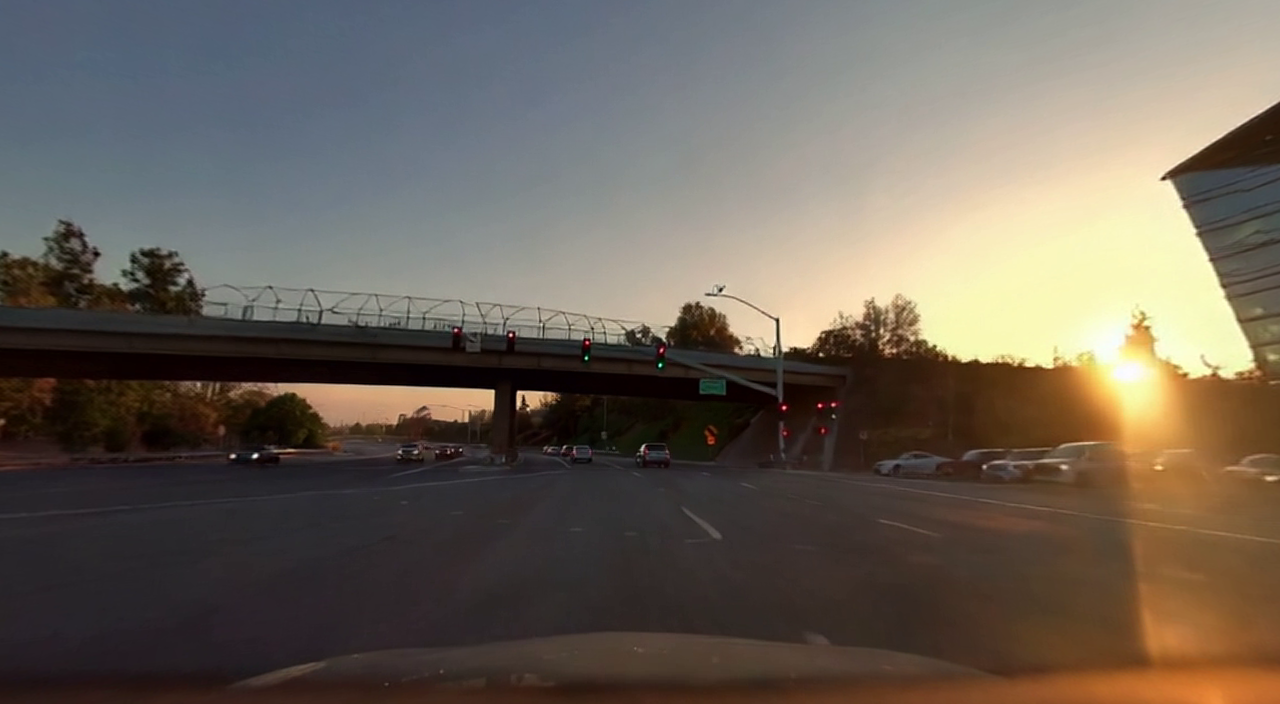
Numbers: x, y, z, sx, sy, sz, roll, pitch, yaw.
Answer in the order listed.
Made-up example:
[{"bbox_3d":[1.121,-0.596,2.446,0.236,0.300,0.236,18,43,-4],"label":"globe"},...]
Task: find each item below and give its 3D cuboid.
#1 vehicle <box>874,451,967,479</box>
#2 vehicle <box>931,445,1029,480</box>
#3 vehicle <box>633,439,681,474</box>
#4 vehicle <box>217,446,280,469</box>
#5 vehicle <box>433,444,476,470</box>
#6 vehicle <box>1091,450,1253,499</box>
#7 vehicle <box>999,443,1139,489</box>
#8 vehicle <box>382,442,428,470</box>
[{"bbox_3d":[15.392,6.202,34.721,4.490,1.430,1.996,4,-9,-20],"label":"vehicle"},{"bbox_3d":[16.681,5.409,31.019,4.154,1.603,1.834,4,-9,-20],"label":"vehicle"},{"bbox_3d":[0.845,5.557,33.750,2.024,1.724,3.928,2,-9,-7],"label":"vehicle"},{"bbox_3d":[-27.734,7.479,44.981,2.020,1.515,4.808,2,-9,-9],"label":"vehicle"},{"bbox_3d":[-12.188,6.921,41.757,1.961,1.492,4.479,1,-7,-7],"label":"vehicle"},{"bbox_3d":[17.267,3.931,20.530,4.538,1.417,1.948,4,-9,-21],"label":"vehicle"},{"bbox_3d":[16.635,4.404,24.545,4.501,1.631,2.165,4,-9,-20],"label":"vehicle"},{"bbox_3d":[-15.035,6.652,40.635,1.989,1.619,4.612,2,-7,-11],"label":"vehicle"}]
